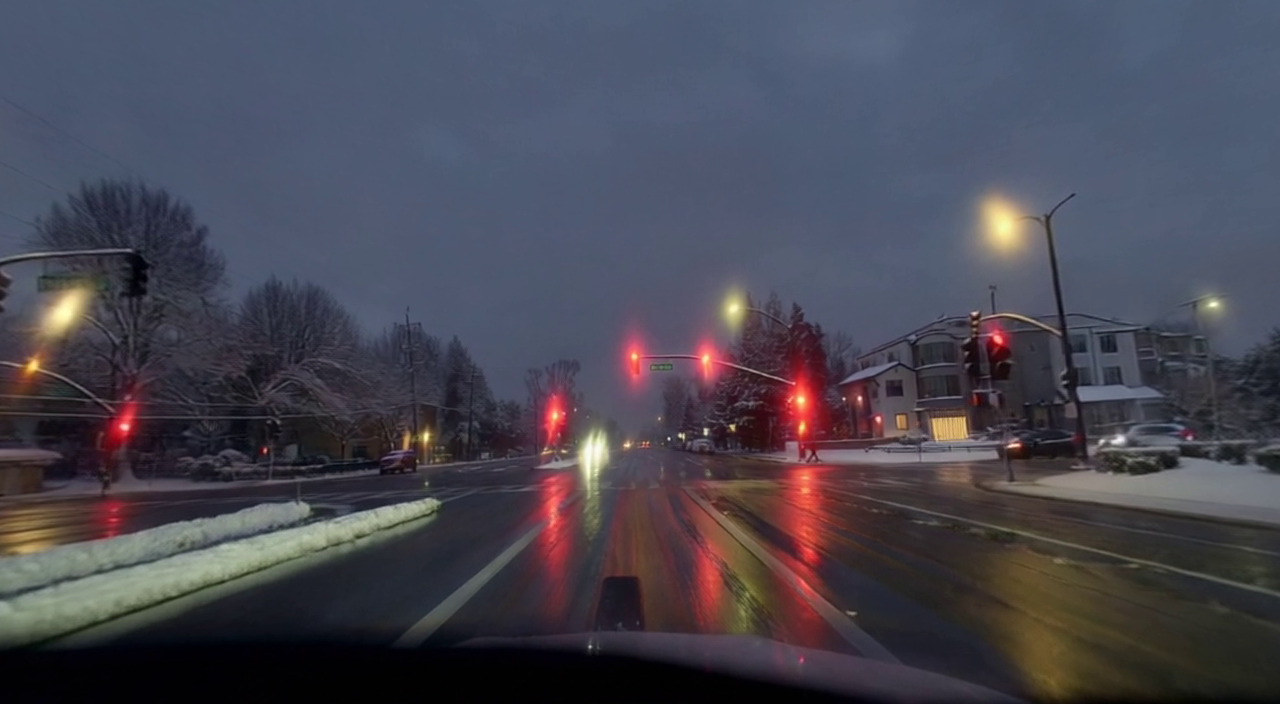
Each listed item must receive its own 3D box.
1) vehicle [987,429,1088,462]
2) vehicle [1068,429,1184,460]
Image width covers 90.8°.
[{"bbox_3d":[22.038,5.216,35.092,4.323,1.746,1.872,0,-9,-3],"label":"vehicle"},{"bbox_3d":[27.298,5.226,35.567,4.910,1.644,2.032,0,-9,-4],"label":"vehicle"}]
